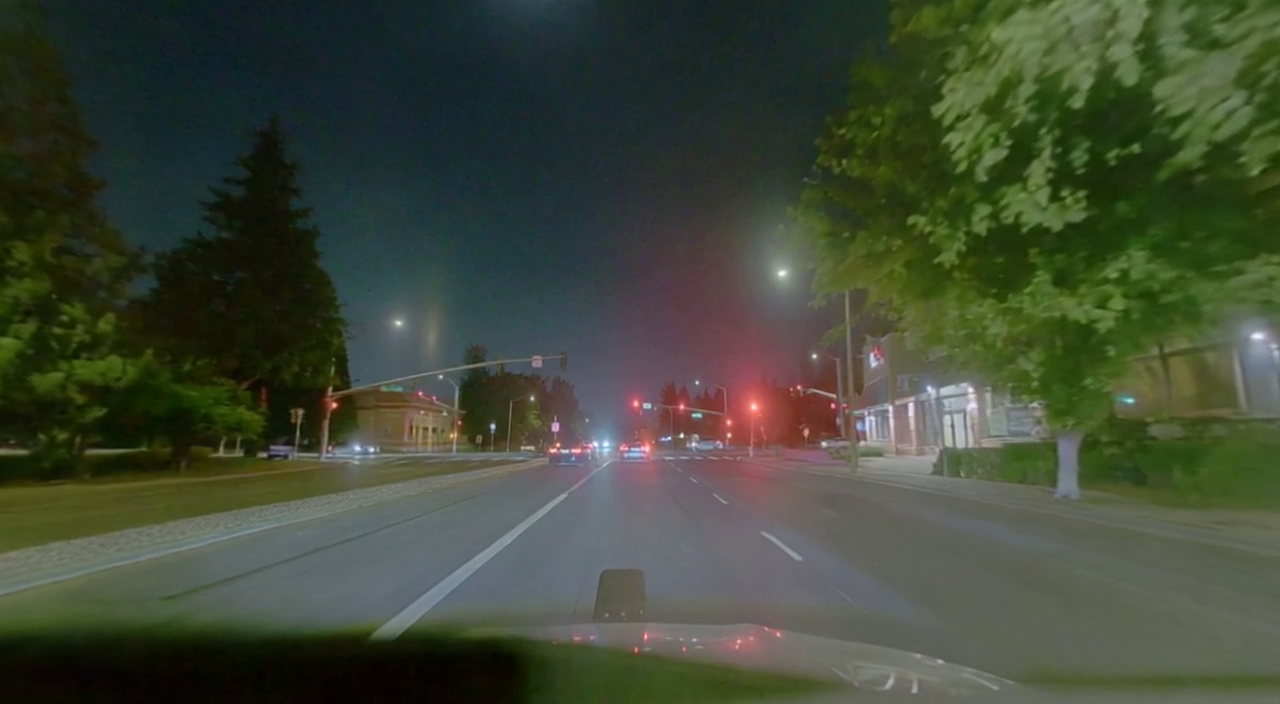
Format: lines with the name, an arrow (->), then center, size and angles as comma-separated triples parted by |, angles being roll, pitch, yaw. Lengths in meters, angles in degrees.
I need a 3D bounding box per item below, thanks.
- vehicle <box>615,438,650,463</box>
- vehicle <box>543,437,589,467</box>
vehicle -> -0.484, 6.112, 39.278 | 2.066, 1.482, 3.923 | 0, -8, -1
vehicle -> -3.899, 5.386, 34.060 | 1.942, 1.497, 4.561 | 0, -8, 0
